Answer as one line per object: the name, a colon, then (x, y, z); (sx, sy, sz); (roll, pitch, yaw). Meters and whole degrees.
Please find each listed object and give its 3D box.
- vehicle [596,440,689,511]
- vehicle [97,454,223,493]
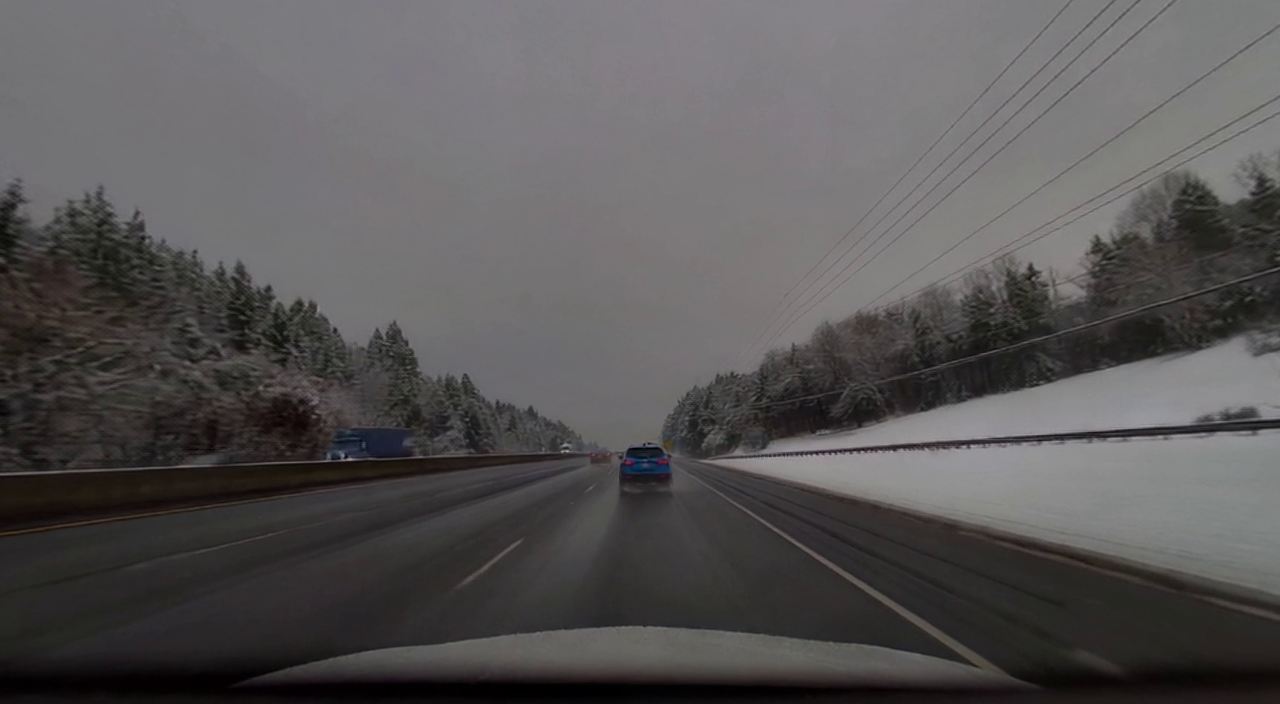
vehicle: (0.039, 2.960, 15.568); (1.966, 1.499, 4.298); (0, -9, 0)
vehicle: (-20.041, 5.075, 26.590); (1.880, 1.463, 4.298); (0, -9, 1)
